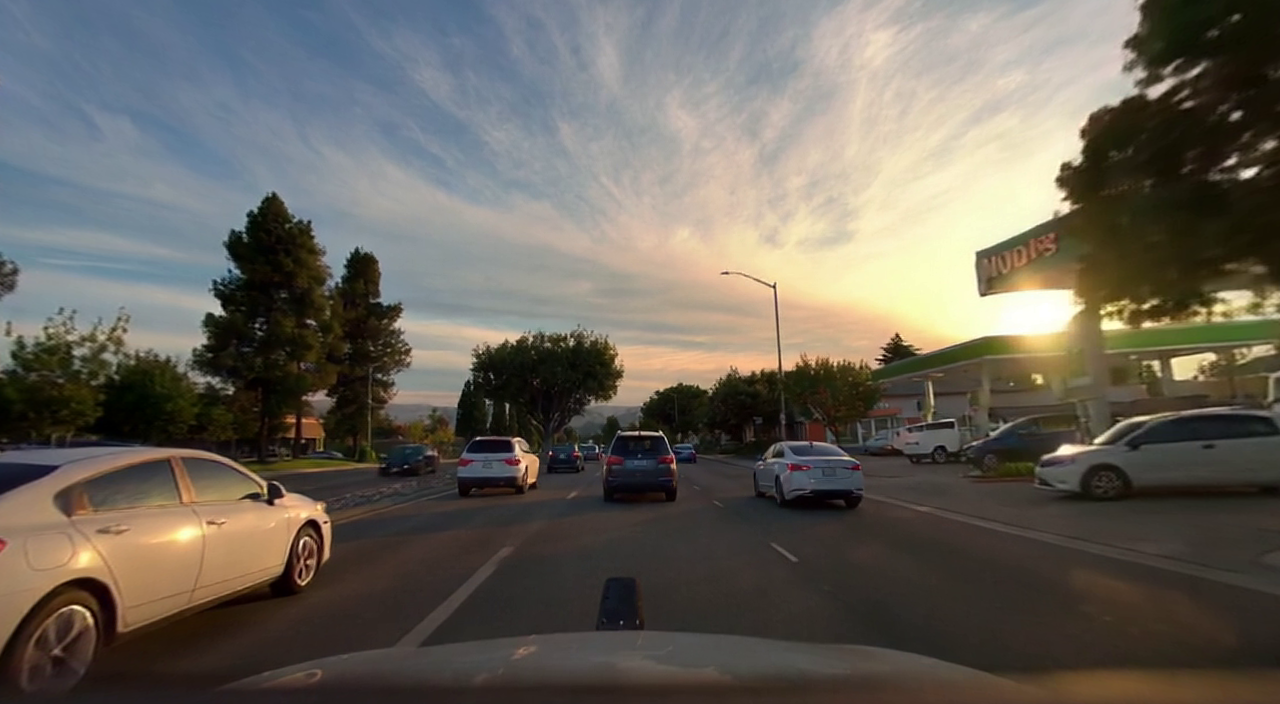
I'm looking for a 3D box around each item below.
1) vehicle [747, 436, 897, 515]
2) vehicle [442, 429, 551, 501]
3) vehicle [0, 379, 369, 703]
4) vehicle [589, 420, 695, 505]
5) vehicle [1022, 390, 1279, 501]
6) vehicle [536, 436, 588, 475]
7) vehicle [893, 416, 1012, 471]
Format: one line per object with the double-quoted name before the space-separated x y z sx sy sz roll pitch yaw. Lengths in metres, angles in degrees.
"vehicle" 3.779 2.635 14.089 1.888 1.456 4.589 0 -8 -2
"vehicle" -3.705 2.982 17.095 1.932 1.695 4.150 0 -8 1
"vehicle" -3.607 1.136 4.173 1.864 1.574 4.031 0 -8 -1
"vehicle" 0.021 2.689 15.758 2.279 1.803 4.254 0 -8 0
"vehicle" 11.659 1.932 13.046 5.966 1.991 2.353 -9 -11 40
"vehicle" -3.597 4.846 29.804 1.871 1.673 3.920 0 -8 1
"vehicle" 11.902 3.553 24.484 2.102 1.887 4.673 0 -8 -1
